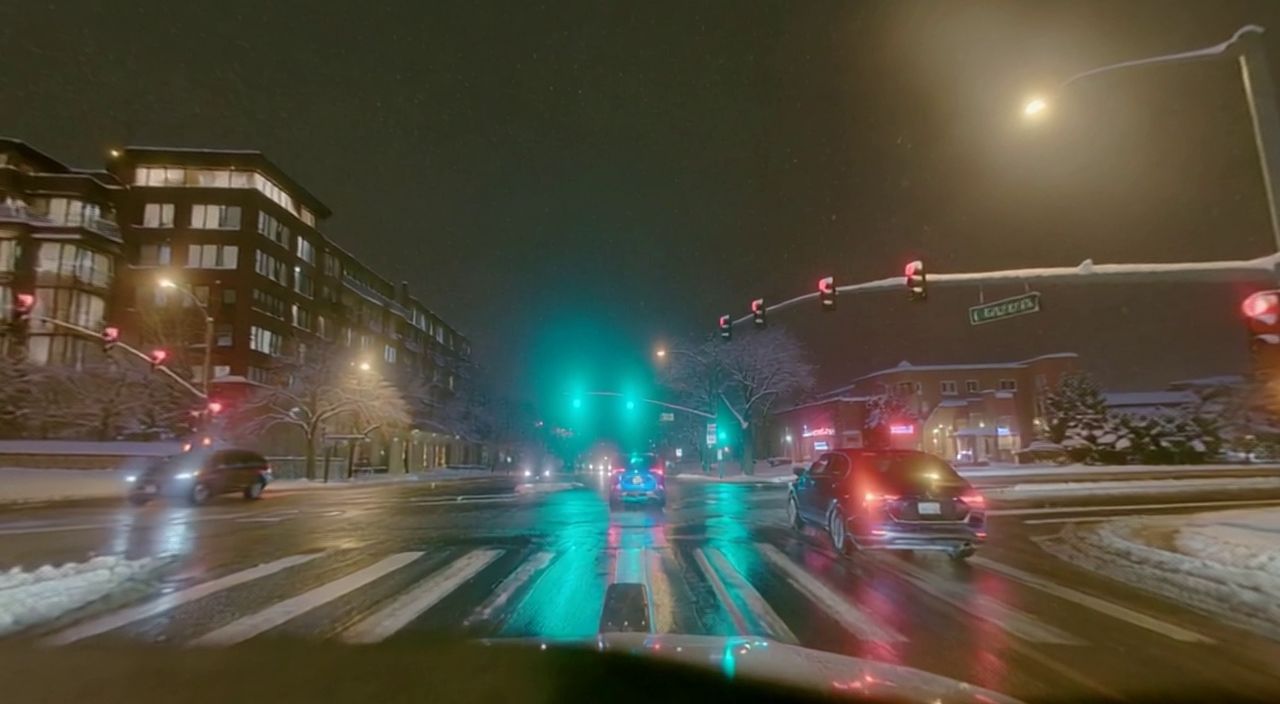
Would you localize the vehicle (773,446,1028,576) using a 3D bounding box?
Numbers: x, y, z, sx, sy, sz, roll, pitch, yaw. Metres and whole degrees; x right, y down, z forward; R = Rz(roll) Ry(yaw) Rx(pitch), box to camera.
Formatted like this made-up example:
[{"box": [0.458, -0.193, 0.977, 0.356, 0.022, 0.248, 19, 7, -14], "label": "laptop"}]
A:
[{"box": [3.354, 2.084, 9.140, 1.860, 1.430, 4.089, 0, -8, -2], "label": "vehicle"}]

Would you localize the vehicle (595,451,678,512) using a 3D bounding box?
[{"box": [-0.092, 3.602, 18.039, 2.094, 1.481, 4.078, 0, -8, 0], "label": "vehicle"}]

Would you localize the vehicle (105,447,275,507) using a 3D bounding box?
[{"box": [-15.141, 4.181, 21.666, 2.126, 1.782, 4.880, 0, -8, 2], "label": "vehicle"}]
